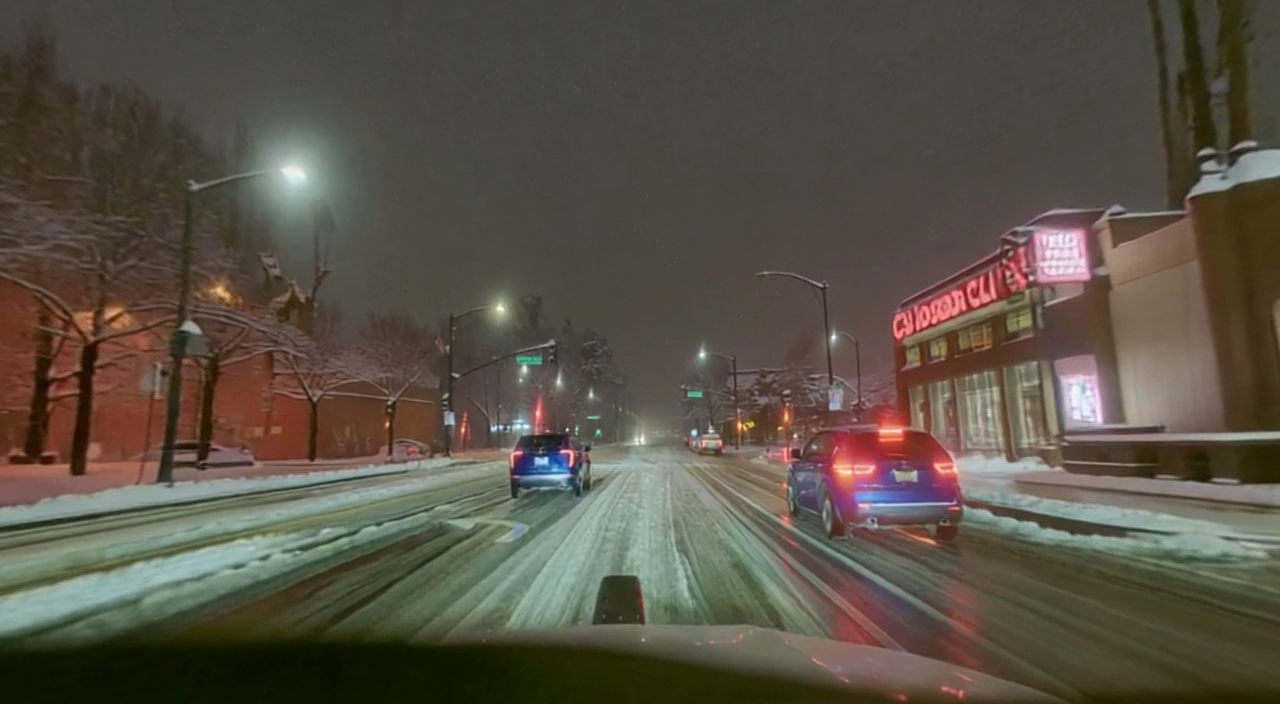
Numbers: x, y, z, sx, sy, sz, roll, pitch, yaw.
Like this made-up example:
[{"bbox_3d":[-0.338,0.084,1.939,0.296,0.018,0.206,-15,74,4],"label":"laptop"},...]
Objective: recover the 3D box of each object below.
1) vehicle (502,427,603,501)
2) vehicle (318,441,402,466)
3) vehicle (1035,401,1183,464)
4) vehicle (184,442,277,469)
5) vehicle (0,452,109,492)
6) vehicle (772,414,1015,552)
[{"bbox_3d":[-2.158,2.904,16.861,2.063,1.664,4.471,0,-8,0],"label":"vehicle"},{"bbox_3d":[-19.266,7.007,43.648,4.834,1.589,1.907,0,-8,-6],"label":"vehicle"},{"bbox_3d":[16.734,2.884,22.466,5.652,1.992,2.202,5,-10,-32],"label":"vehicle"},{"bbox_3d":[-27.425,6.930,42.425,4.683,1.748,2.076,0,-8,-3],"label":"vehicle"},{"bbox_3d":[-25.126,4.882,25.868,1.800,1.462,4.752,-4,-9,21],"label":"vehicle"},{"bbox_3d":[3.563,1.917,9.953,1.983,1.654,4.354,0,-8,0],"label":"vehicle"}]
